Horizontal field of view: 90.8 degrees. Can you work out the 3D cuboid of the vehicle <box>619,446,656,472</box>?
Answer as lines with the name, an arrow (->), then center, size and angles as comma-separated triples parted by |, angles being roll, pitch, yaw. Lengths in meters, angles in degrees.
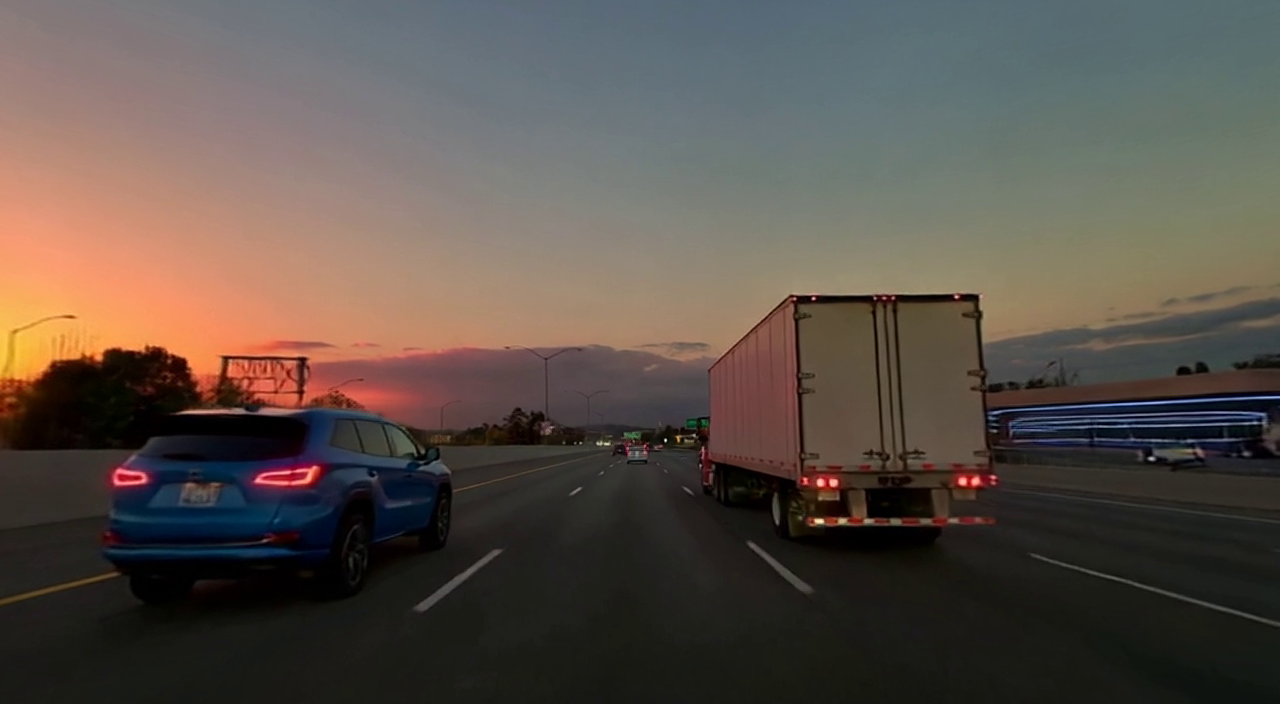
vehicle -> -0.151, 6.010, 35.761 | 1.929, 1.395, 3.999 | 0, -8, 0

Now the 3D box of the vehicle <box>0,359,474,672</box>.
vehicle -> -3.356, 1.287, 6.070 | 2.229, 1.806, 4.698 | 0, -9, 0

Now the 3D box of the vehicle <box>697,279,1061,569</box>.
vehicle -> 3.175, 1.585, 12.717 | 2.934, 3.325, 10.986 | 0, -9, -1
